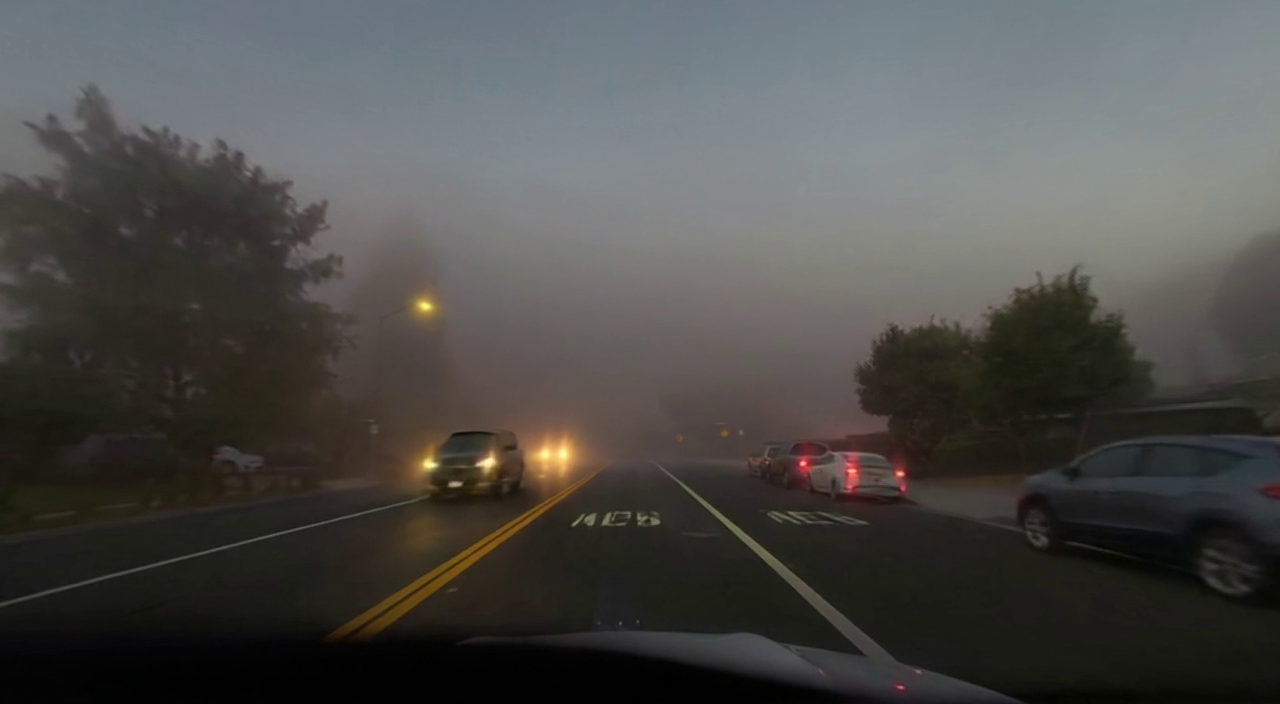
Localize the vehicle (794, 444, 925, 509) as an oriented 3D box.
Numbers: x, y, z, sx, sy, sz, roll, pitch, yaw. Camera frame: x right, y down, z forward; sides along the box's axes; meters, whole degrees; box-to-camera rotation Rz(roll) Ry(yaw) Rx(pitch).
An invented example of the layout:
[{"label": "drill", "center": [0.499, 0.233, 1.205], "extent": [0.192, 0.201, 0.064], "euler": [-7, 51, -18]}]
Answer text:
[{"label": "vehicle", "center": [6.287, 3.579, 18.795], "extent": [2.226, 1.682, 4.461], "euler": [0, -8, -1]}]

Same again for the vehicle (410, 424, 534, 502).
[{"label": "vehicle", "center": [-4.430, 3.025, 17.691], "extent": [2.050, 1.841, 5.290], "euler": [0, -8, 0]}]

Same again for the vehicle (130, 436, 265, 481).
[{"label": "vehicle", "center": [-21.037, 5.071, 30.262], "extent": [4.461, 2.065, 2.574], "euler": [0, -8, -2]}]

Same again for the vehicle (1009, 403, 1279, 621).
[{"label": "vehicle", "center": [6.610, 1.630, 7.145], "extent": [2.099, 1.878, 4.476], "euler": [0, -8, 0]}]
